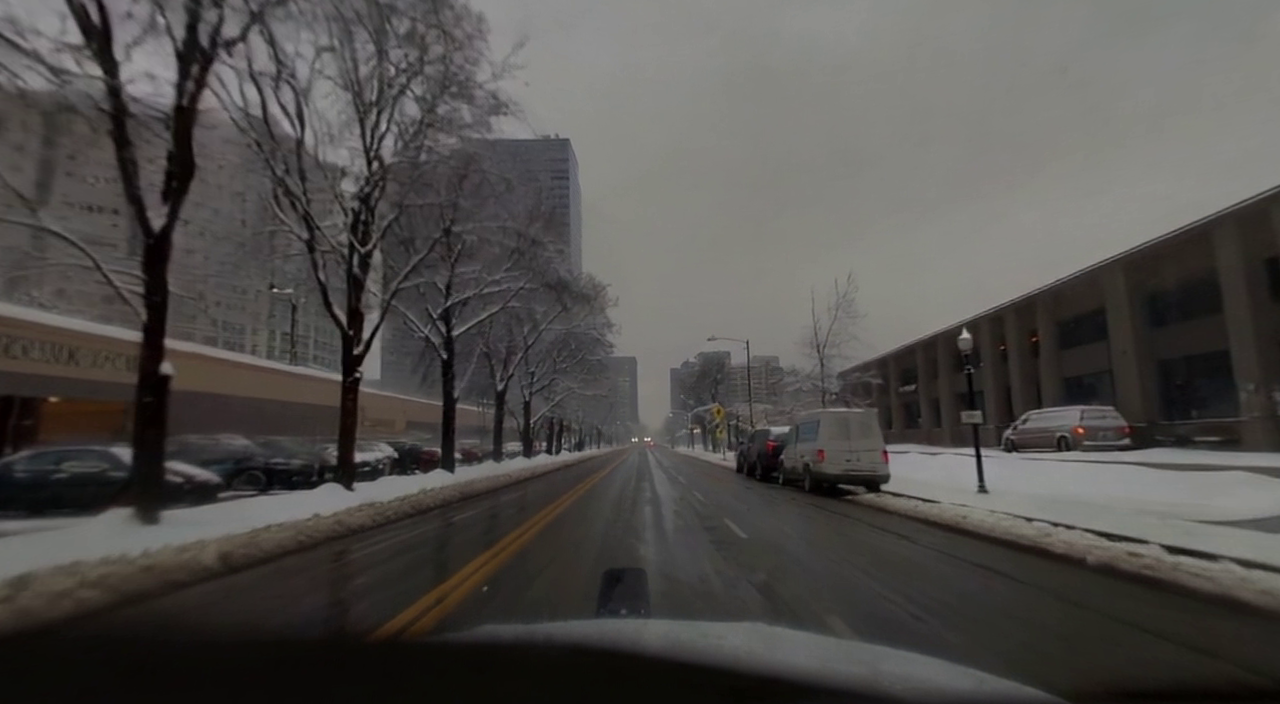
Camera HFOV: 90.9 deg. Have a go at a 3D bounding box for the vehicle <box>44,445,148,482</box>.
[{"bbox_3d":[-25.600,5.195,29.901,1.982,1.565,4.910,3,-9,-19],"label":"vehicle"}]

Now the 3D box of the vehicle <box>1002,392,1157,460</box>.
[{"bbox_3d":[19.076,3.336,27.921,2.341,2.648,6.024,1,-8,-1],"label":"vehicle"}]

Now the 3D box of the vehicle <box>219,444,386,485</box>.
[{"bbox_3d":[-13.014,4.362,24.572,5.269,1.491,2.133,-1,-8,2],"label":"vehicle"}]

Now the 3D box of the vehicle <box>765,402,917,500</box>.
[{"bbox_3d":[5.799,3.000,19.418,2.596,2.509,6.178,0,-8,0],"label":"vehicle"}]
